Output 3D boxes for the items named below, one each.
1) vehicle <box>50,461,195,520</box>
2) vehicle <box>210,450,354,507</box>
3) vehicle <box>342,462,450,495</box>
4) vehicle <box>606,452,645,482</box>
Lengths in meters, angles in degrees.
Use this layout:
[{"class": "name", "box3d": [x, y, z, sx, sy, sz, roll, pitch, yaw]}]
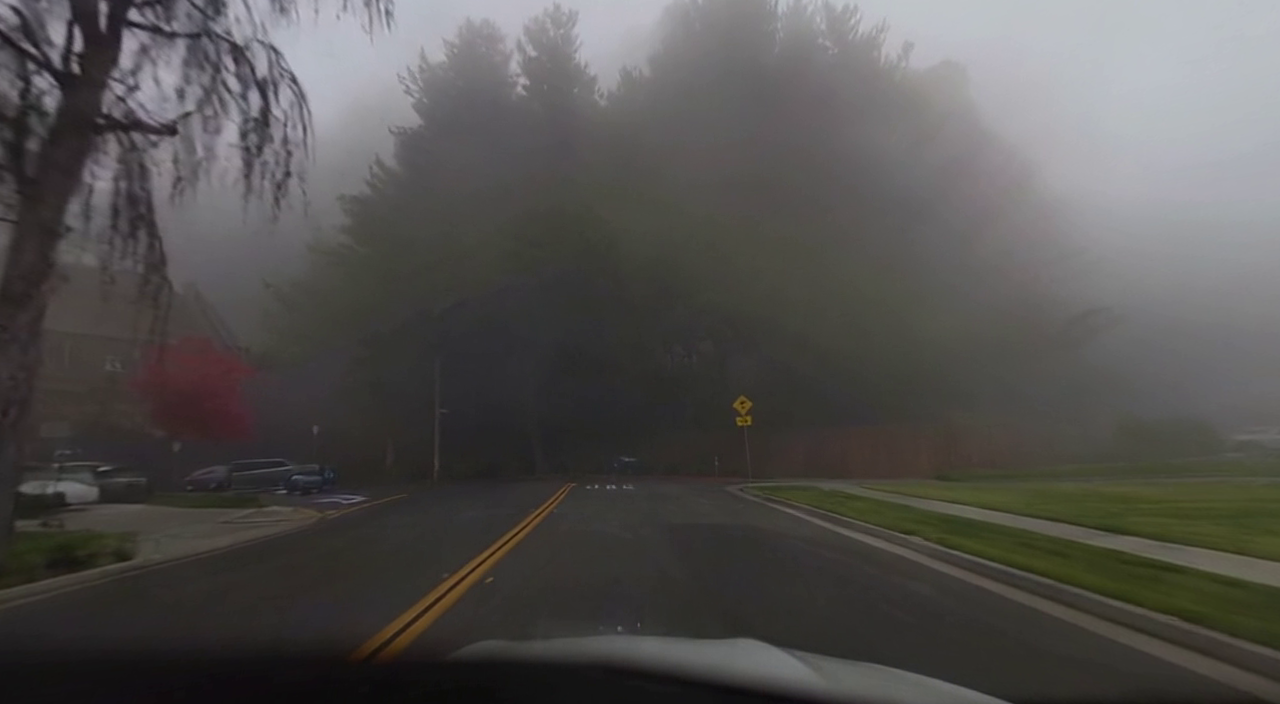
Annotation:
[{"class": "vehicle", "box3d": [-26.399, 7.060, 32.317, 5.794, 2.630, 2.500, -4, -9, 12]}, {"class": "vehicle", "box3d": [-17.157, 6.015, 30.454, 5.586, 2.532, 2.444, -1, -8, 8]}, {"class": "vehicle", "box3d": [-12.350, 6.404, 32.138, 4.676, 1.484, 2.068, -2, -8, 12]}, {"class": "vehicle", "box3d": [-0.848, 6.298, 34.878, 2.022, 1.481, 4.050, 0, -8, -3]}]
